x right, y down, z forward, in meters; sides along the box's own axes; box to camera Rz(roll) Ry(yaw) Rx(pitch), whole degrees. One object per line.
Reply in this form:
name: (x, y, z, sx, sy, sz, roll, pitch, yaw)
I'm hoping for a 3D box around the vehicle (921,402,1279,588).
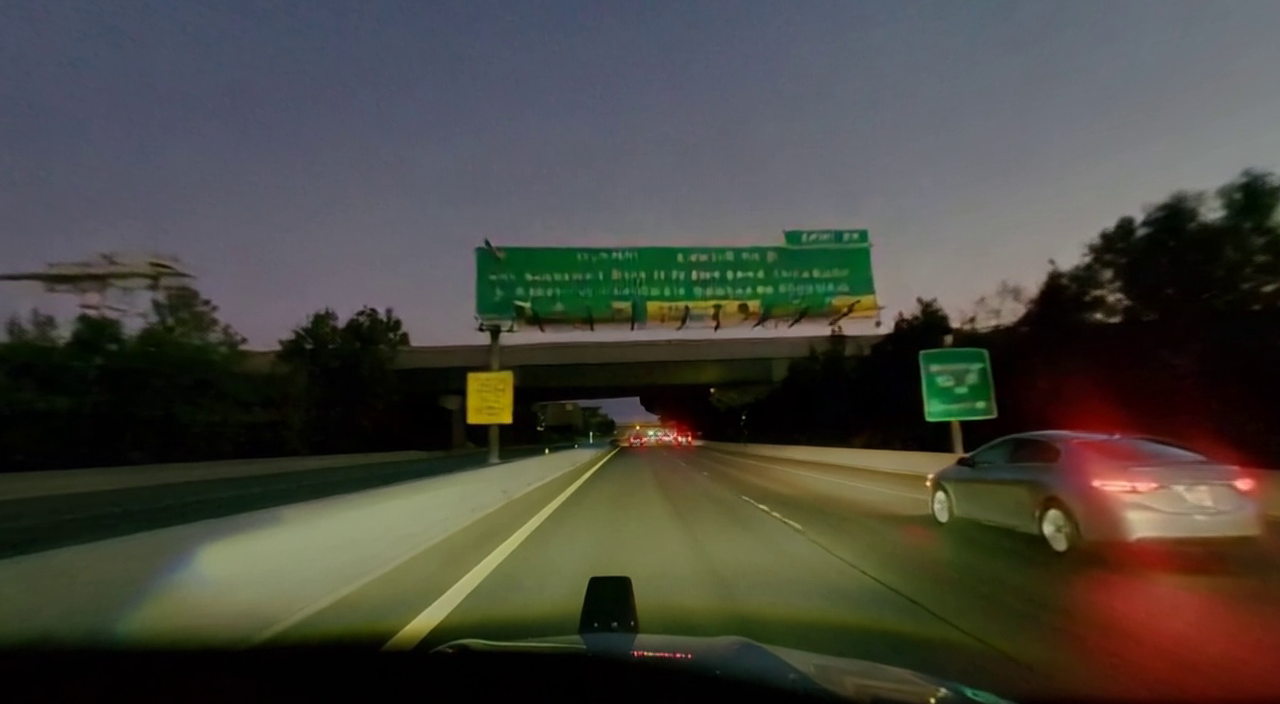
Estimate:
vehicle: (5.340, 1.501, 7.525, 1.940, 1.578, 4.122, 0, -8, -2)
